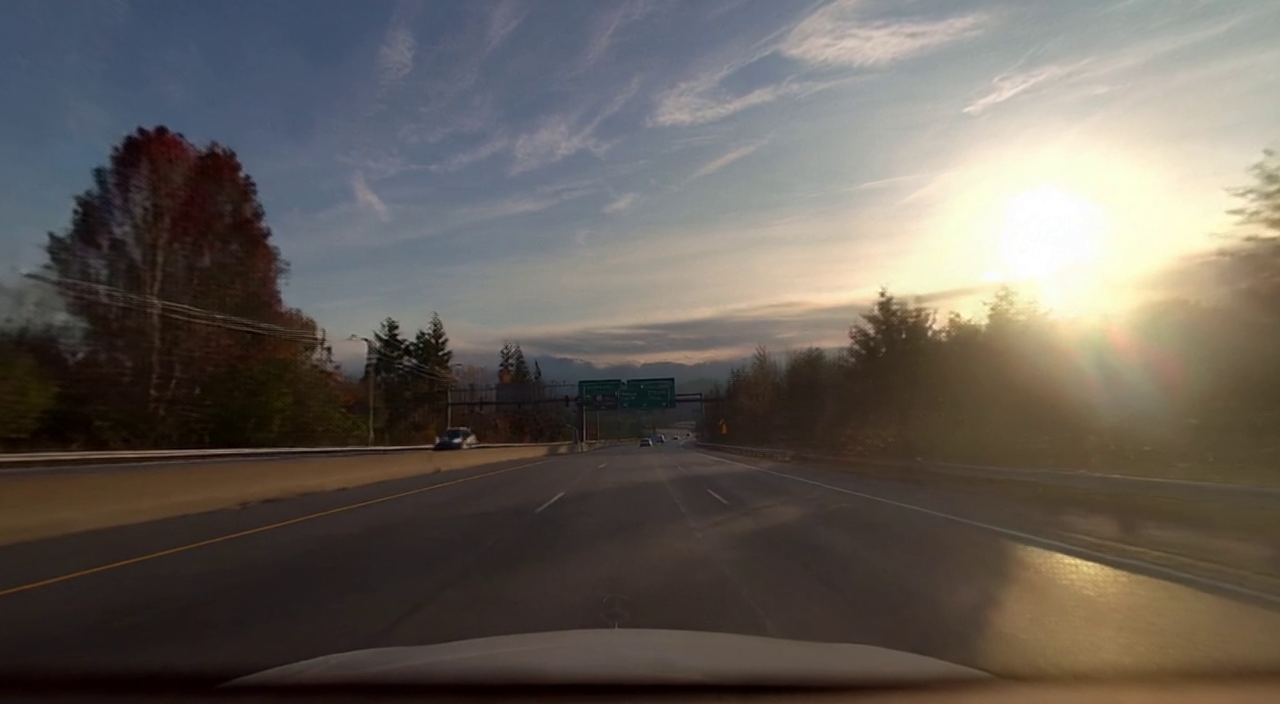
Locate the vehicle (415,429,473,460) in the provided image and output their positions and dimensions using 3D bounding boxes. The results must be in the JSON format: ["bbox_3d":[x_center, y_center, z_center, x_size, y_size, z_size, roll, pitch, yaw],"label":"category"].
[{"bbox_3d":[-14.021,6.671,45.499,2.360,2.041,5.367,-1,-8,1],"label":"vehicle"}]
